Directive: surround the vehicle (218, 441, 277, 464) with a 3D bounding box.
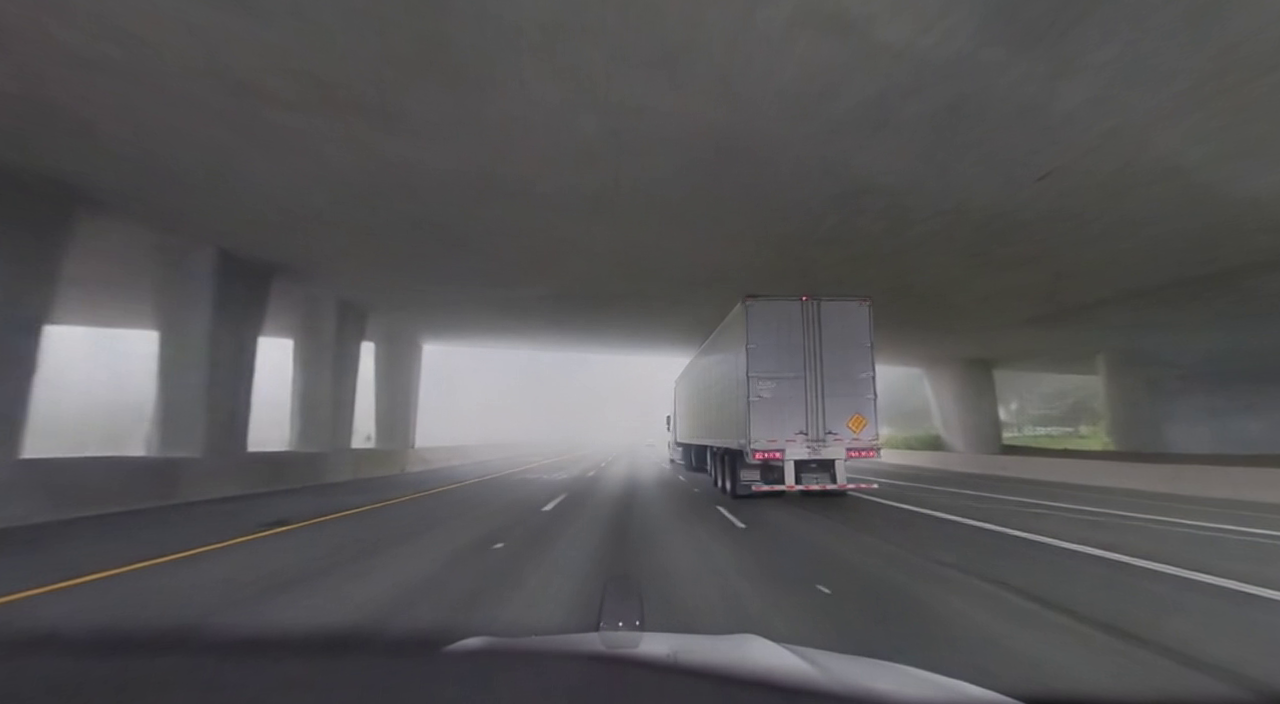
[{"bbox_3d":[-25.838,6.619,41.704,1.556,1.394,3.502,0,-9,0],"label":"vehicle"}]

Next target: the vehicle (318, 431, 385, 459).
[{"bbox_3d":[-17.741,5.756,39.065,2.164,1.606,4.065,0,-9,0],"label":"vehicle"}]

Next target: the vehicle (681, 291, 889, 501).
[{"bbox_3d":[3.360,2.055,20.662,2.743,4.160,16.408,0,-9,-1],"label":"vehicle"}]
